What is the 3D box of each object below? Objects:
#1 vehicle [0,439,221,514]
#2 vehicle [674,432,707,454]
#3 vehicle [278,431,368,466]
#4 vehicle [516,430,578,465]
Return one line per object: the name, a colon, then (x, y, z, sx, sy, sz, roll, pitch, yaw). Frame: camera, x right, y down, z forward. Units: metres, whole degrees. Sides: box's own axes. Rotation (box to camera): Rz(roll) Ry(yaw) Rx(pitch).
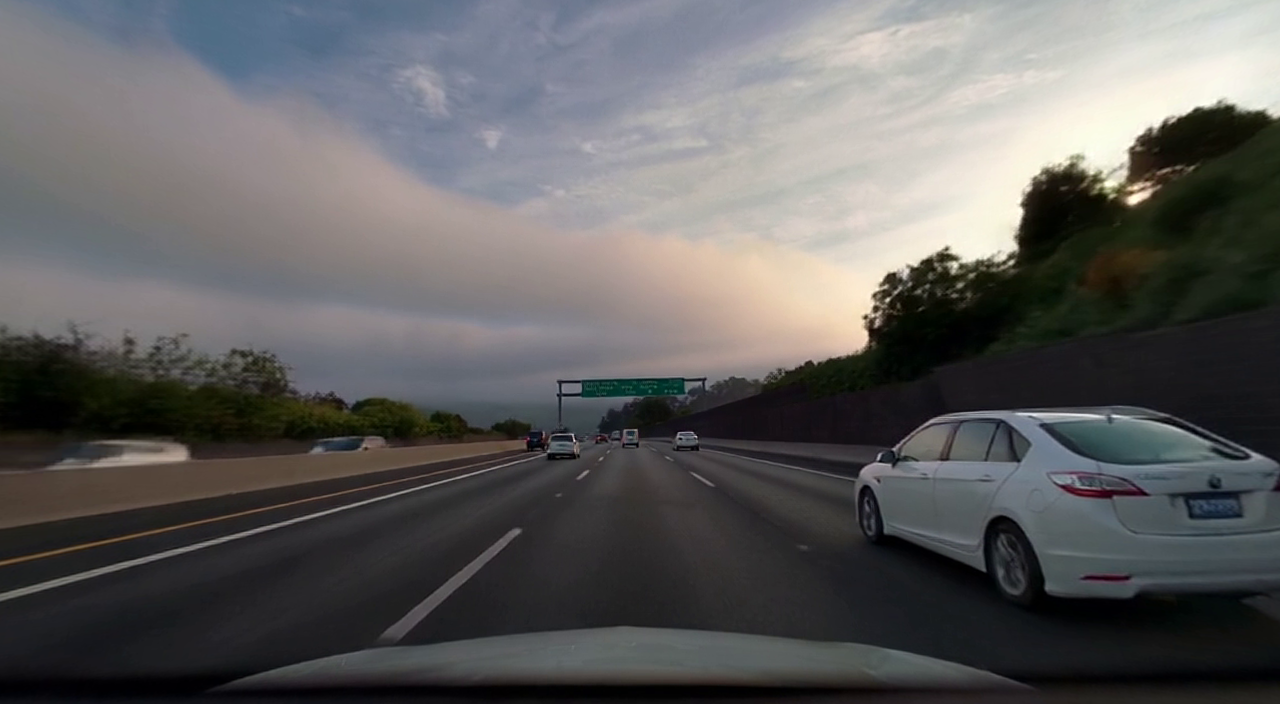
vehicle: (-11.711, 2.634, 14.010, 1.838, 1.375, 4.405, 0, -8, -1)
vehicle: (3.454, 6.325, 43.843, 1.806, 1.469, 3.681, 0, -8, -3)
vehicle: (-15.350, 4.677, 30.830, 1.932, 1.589, 4.686, 0, -8, 0)
vehicle: (-4.152, 4.338, 28.802, 2.204, 1.486, 4.121, 0, -8, 0)
